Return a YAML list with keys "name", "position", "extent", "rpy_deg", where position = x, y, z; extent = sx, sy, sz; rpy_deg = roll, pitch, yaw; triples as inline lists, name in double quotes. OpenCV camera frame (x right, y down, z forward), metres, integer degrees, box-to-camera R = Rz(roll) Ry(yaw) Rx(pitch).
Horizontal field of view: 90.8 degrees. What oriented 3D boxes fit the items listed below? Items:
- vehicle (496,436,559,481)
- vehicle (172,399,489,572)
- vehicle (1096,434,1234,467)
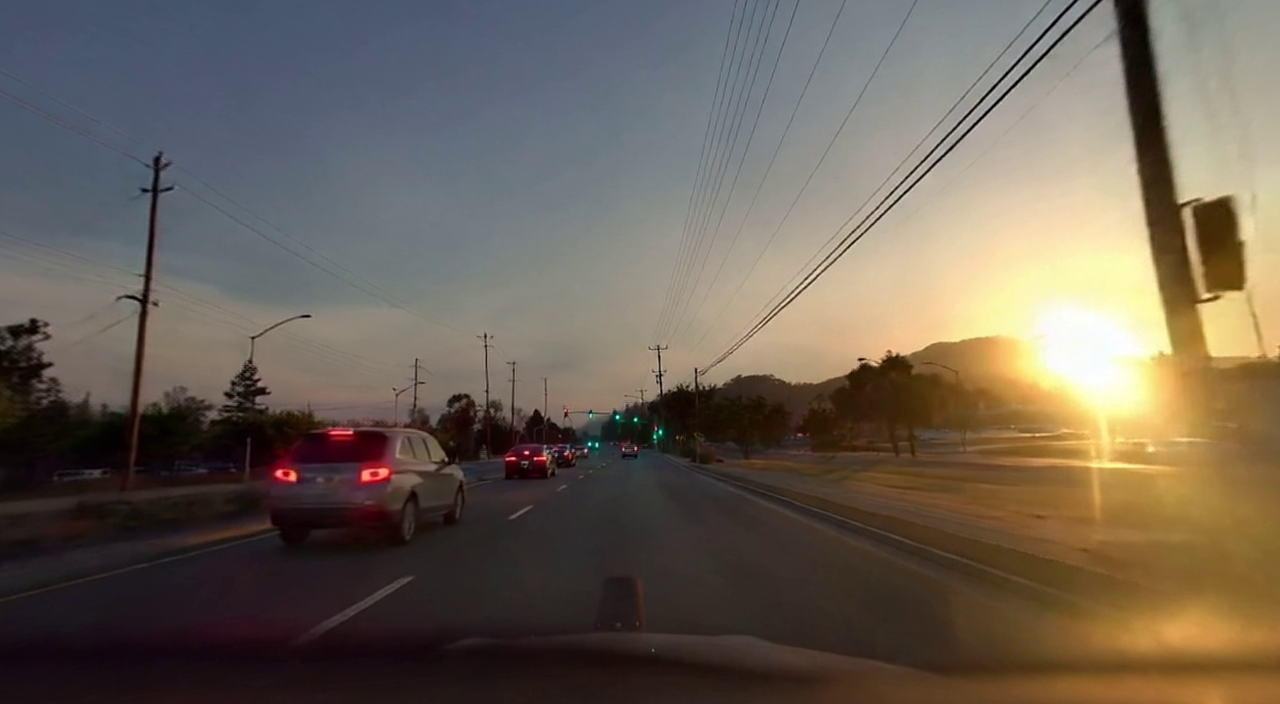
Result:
- name: "vehicle"
  position: [-4.640, 4.458, 26.648]
  extent: [2.041, 1.698, 4.094]
  rpy_deg: [0, -9, -3]
- name: "vehicle"
  position: [-3.797, 1.742, 8.939]
  extent: [2.189, 1.807, 4.467]
  rpy_deg: [0, -9, 0]
- name: "vehicle"
  position: [33.429, 6.361, 40.703]
  extent: [2.436, 1.877, 7.681]
  rpy_deg: [1, -9, 1]
